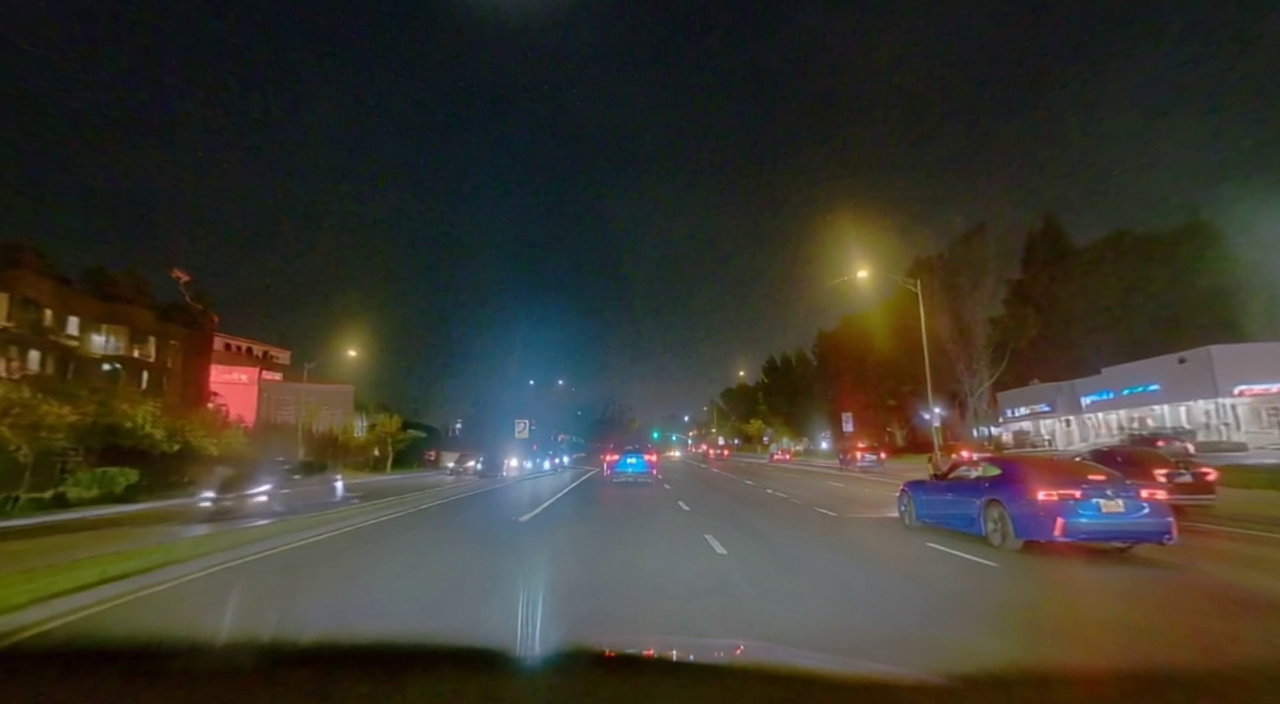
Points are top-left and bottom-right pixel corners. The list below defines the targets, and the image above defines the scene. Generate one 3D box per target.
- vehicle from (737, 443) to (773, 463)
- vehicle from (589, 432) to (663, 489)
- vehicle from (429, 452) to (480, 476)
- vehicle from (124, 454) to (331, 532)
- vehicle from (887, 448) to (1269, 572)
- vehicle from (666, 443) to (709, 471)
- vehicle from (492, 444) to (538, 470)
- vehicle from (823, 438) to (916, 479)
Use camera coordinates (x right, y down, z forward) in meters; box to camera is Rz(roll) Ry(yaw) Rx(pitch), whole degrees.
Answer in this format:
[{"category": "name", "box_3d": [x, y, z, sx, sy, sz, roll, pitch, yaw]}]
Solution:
[{"category": "vehicle", "box_3d": [9.022, 7.964, 49.802, 1.919, 1.506, 4.442, 0, -9, -1]}, {"category": "vehicle", "box_3d": [-0.478, 3.681, 21.702, 2.266, 1.762, 4.131, 0, -9, -1]}, {"category": "vehicle", "box_3d": [-12.610, 7.622, 43.204, 1.978, 1.499, 4.779, 0, -9, 1]}, {"category": "vehicle", "box_3d": [-9.638, 3.278, 15.330, 1.989, 1.542, 4.435, 0, -9, 1]}, {"category": "vehicle", "box_3d": [5.574, 2.033, 8.990, 2.258, 1.294, 4.312, 0, -9, -2]}, {"category": "vehicle", "box_3d": [2.611, 5.933, 36.001, 2.078, 1.471, 4.142, 0, -9, -1]}, {"category": "vehicle", "box_3d": [-9.374, 7.900, 47.727, 2.356, 1.885, 4.920, -1, -9, 1]}, {"category": "vehicle", "box_3d": [9.036, 4.225, 25.325, 2.045, 1.484, 4.342, 0, -9, -1]}]
